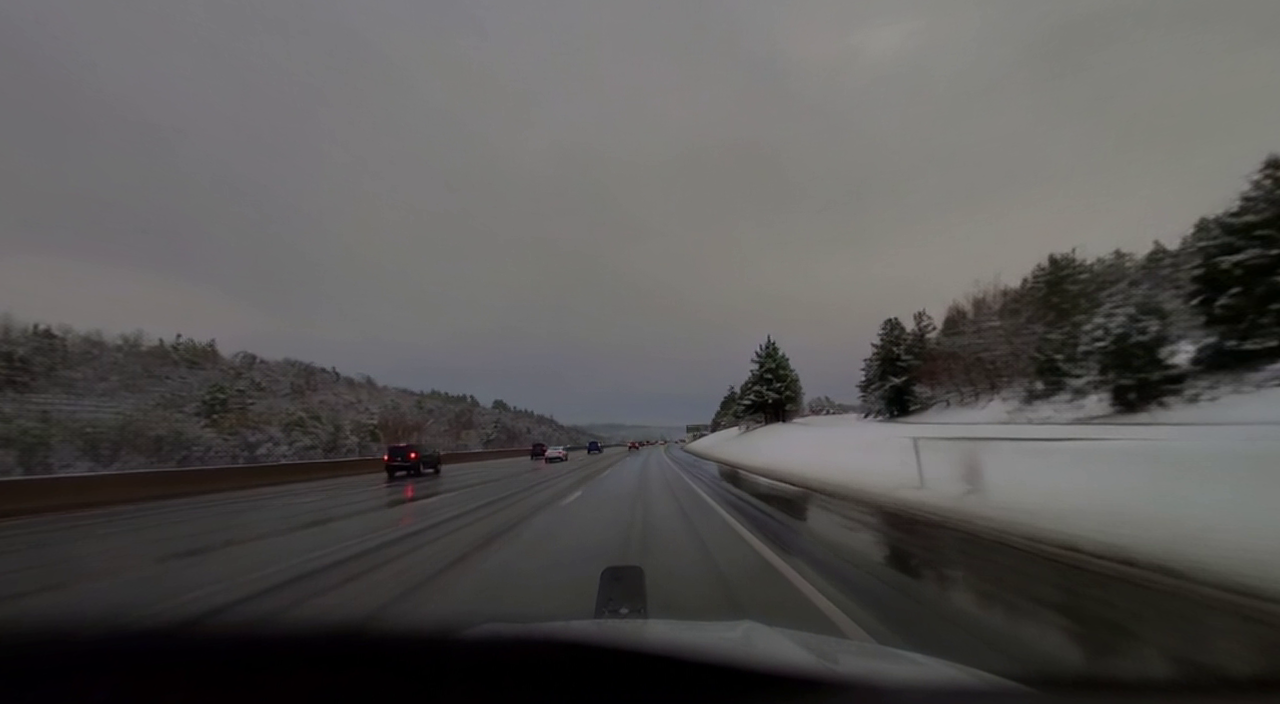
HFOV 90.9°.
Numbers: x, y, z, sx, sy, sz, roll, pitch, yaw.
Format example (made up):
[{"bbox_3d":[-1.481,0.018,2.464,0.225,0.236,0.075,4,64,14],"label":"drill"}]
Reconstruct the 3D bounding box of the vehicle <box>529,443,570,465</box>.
[{"bbox_3d":[-6.356,7.189,44.547,2.107,1.484,4.449,-1,-9,2],"label":"vehicle"}]

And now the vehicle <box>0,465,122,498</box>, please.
[{"bbox_3d":[-36.222,8.052,39.535,2.180,1.737,6.134,0,-9,1],"label":"vehicle"}]

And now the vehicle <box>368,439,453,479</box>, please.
[{"bbox_3d":[-10.398,4.884,28.984,2.122,1.695,4.437,-1,-9,2],"label":"vehicle"}]
